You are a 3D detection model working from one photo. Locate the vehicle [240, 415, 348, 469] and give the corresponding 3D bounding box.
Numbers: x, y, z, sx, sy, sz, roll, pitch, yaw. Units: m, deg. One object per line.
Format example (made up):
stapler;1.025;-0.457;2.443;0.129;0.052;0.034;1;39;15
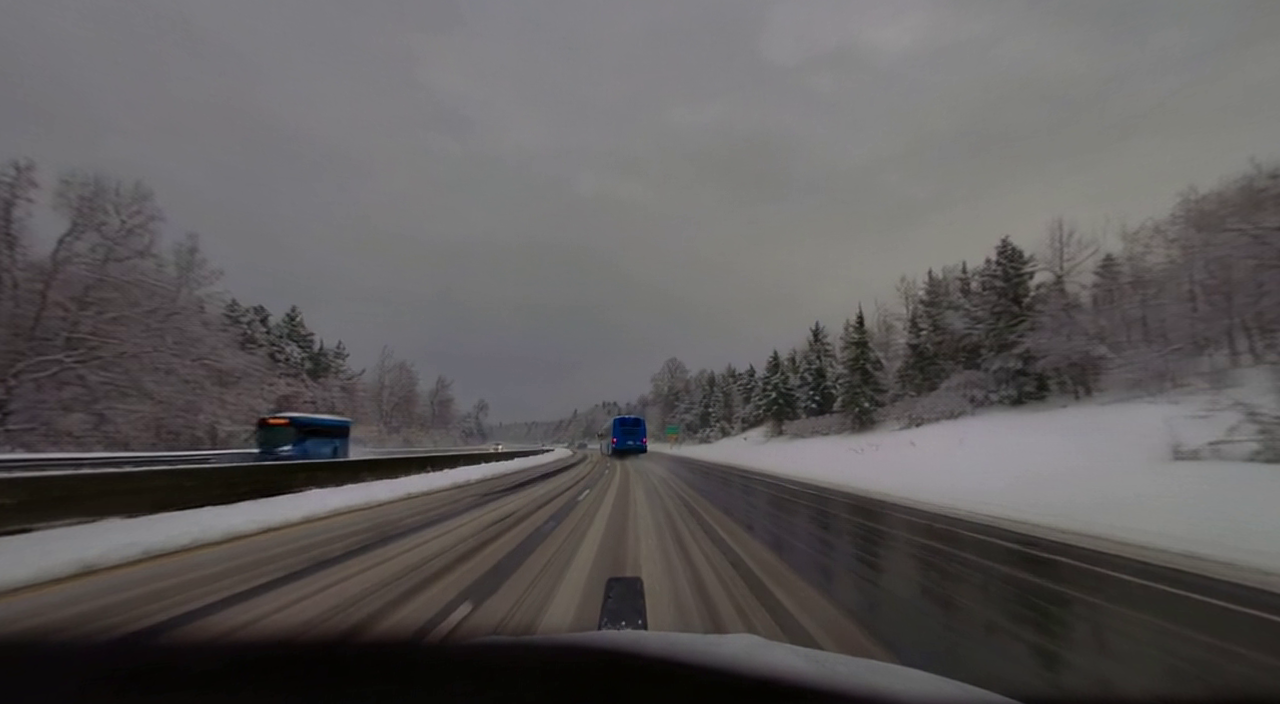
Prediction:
vehicle;-20.384;5.413;37.692;2.333;2.885;7.543;0;-9;-2
